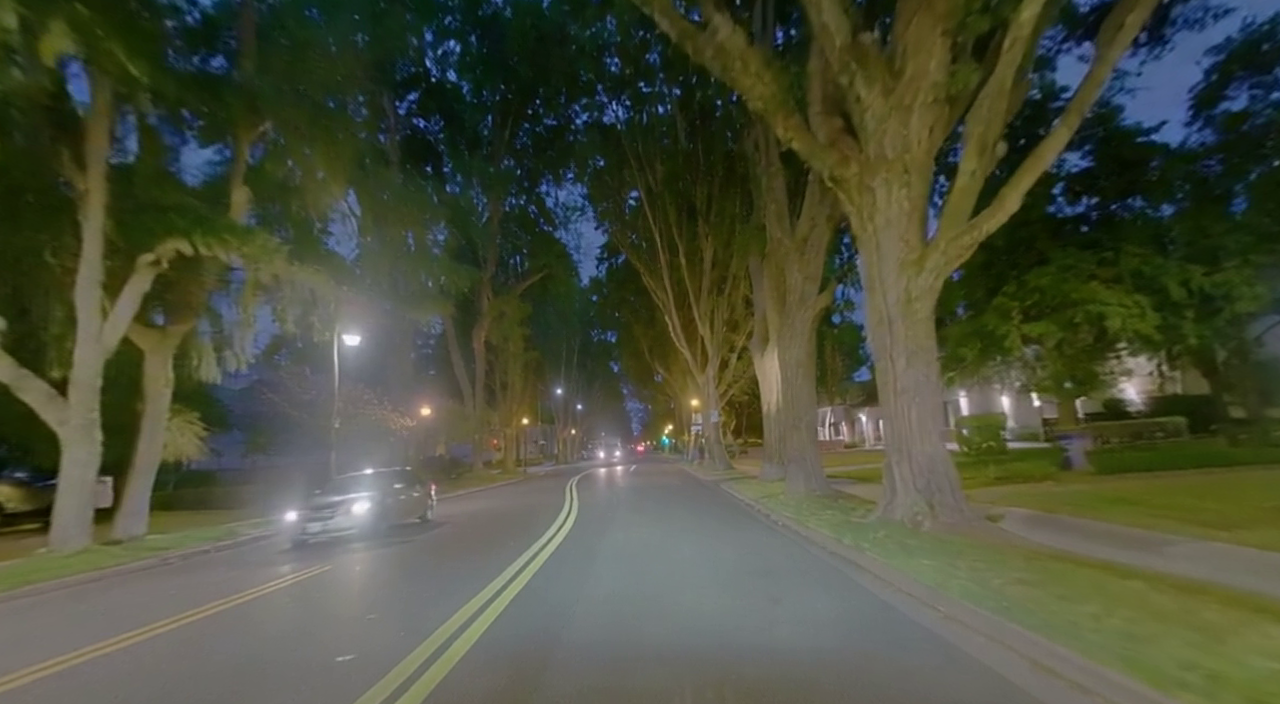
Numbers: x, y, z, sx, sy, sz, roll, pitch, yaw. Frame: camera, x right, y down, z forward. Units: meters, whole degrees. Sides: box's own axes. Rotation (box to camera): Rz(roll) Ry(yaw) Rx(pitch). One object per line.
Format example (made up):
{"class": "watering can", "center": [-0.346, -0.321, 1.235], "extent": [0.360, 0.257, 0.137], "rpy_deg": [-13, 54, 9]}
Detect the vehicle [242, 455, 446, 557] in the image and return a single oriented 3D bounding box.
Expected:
{"class": "vehicle", "center": [-5.701, 2.958, 12.845], "extent": [1.956, 1.452, 4.426], "rpy_deg": [-6, -9, 1]}

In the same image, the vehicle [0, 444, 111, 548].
{"class": "vehicle", "center": [-16.881, 3.334, 15.150], "extent": [5.969, 2.158, 2.643], "rpy_deg": [0, -7, 2]}
